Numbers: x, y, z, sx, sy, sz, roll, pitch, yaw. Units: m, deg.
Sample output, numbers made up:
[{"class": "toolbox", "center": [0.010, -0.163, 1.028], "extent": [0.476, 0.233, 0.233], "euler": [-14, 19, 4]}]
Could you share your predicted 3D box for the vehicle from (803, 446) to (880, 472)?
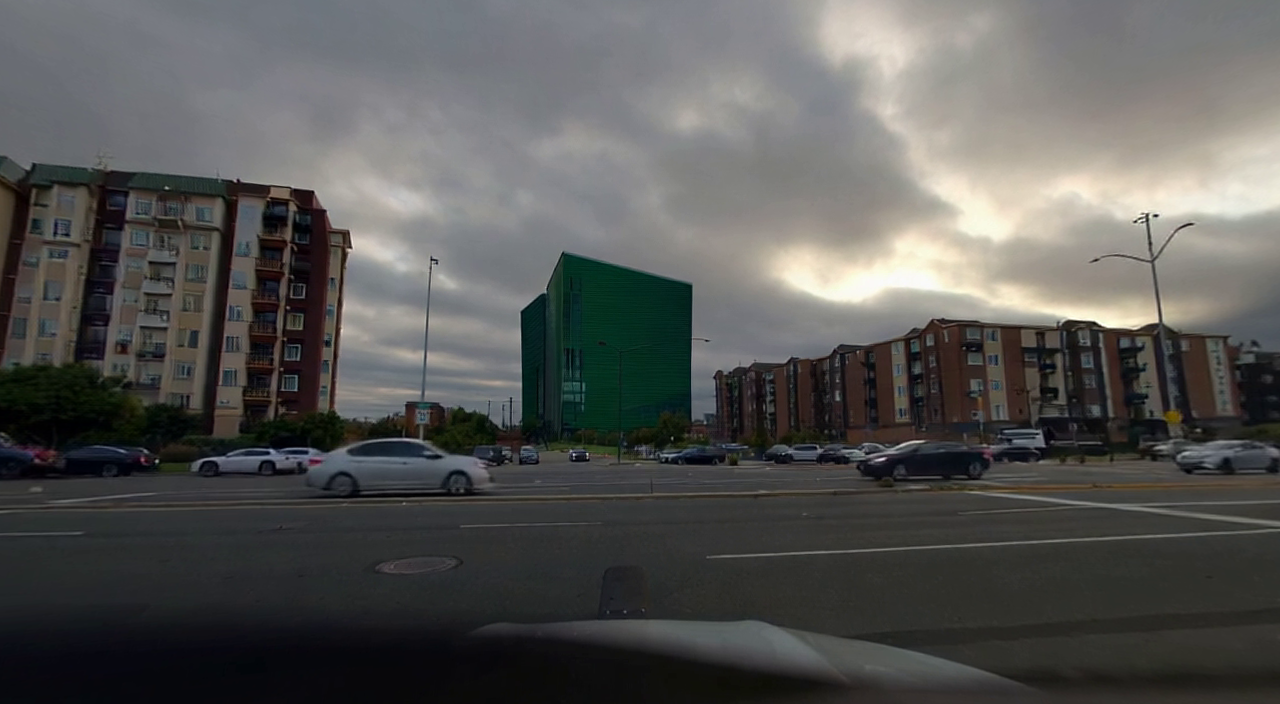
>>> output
[{"class": "vehicle", "center": [12.743, 6.732, 39.959], "extent": [4.215, 1.575, 1.884], "euler": [2, -9, -12]}]

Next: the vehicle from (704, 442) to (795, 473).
[{"class": "vehicle", "center": [6.686, 6.479, 38.728], "extent": [5.127, 1.803, 2.011], "euler": [1, -9, -9]}]

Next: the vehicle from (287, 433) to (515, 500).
[{"class": "vehicle", "center": [-5.579, 2.748, 15.386], "extent": [4.818, 1.470, 1.989], "euler": [1, -9, -8]}]

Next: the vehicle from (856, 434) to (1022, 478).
[{"class": "vehicle", "center": [10.890, 3.780, 23.080], "extent": [5.371, 1.488, 1.763], "euler": [1, -9, -11]}]

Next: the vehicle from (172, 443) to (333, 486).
[{"class": "vehicle", "center": [-13.872, 4.031, 22.849], "extent": [4.513, 1.451, 1.853], "euler": [1, -9, -7]}]

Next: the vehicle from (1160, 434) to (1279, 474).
[{"class": "vehicle", "center": [23.283, 3.960, 24.589], "extent": [4.921, 1.453, 1.894], "euler": [2, -9, -13]}]

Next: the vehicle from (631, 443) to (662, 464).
[{"class": "vehicle", "center": [0.426, 7.588, 47.123], "extent": [1.845, 1.509, 3.855], "euler": [1, -9, -6]}]
